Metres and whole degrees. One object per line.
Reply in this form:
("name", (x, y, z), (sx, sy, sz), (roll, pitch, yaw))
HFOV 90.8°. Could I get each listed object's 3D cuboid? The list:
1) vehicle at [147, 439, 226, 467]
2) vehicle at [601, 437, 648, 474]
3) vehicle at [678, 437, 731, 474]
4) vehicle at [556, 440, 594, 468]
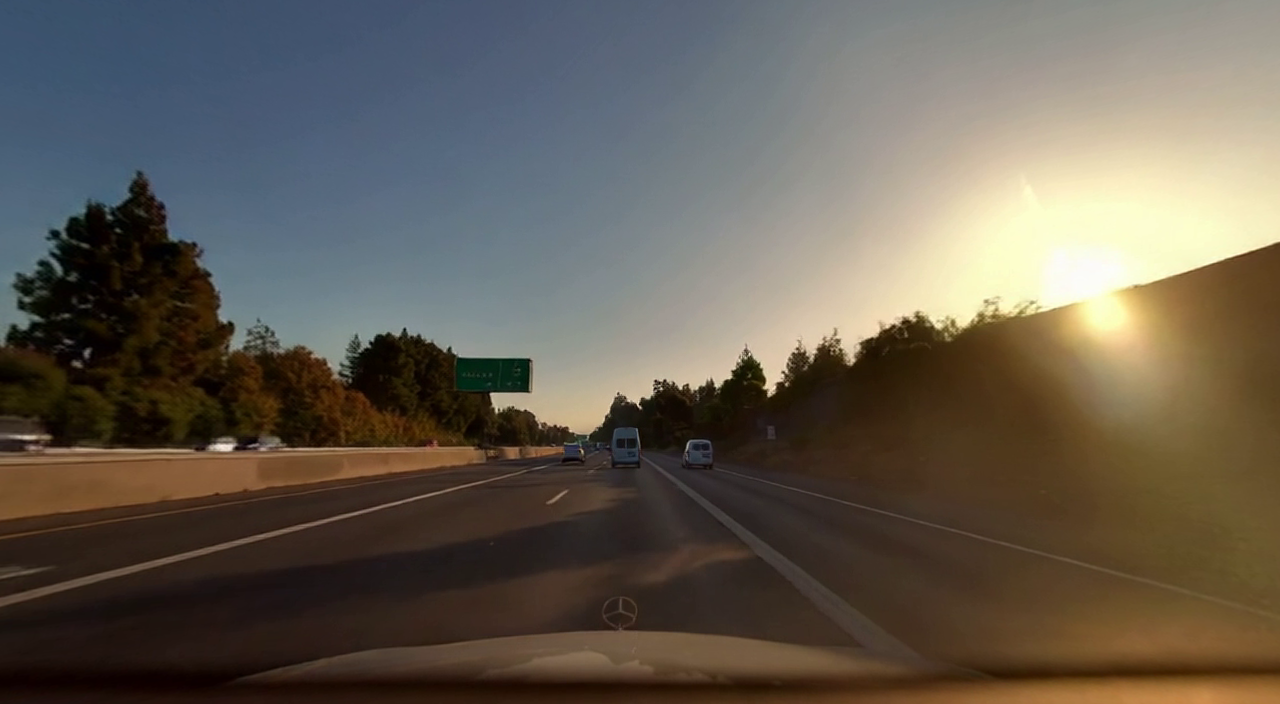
("vehicle", (-25.340, 5.639, 35.432), (1.839, 1.462, 3.514), (0, -8, -1))
("vehicle", (-0.787, 5.336, 32.759), (2.297, 1.783, 4.355), (0, -8, -1))
("vehicle", (3.251, 5.339, 32.870), (2.160, 1.759, 4.214), (0, -8, -2))
("vehicle", (-4.186, 6.642, 41.457), (2.023, 1.709, 4.263), (0, -8, 0))
